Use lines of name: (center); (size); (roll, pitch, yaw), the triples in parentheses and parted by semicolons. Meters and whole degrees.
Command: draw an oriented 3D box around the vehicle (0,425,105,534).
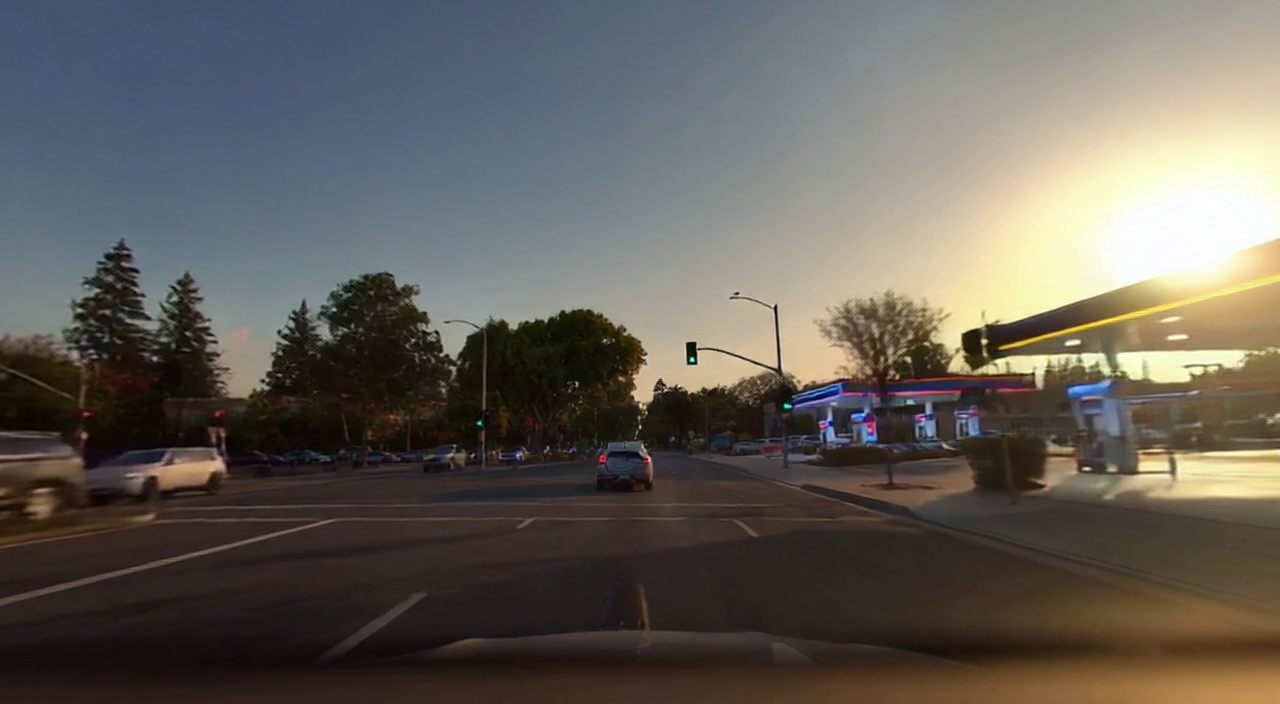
vehicle: (-12.695, 2.256, 11.055); (2.161, 1.950, 4.962); (0, -8, 0)

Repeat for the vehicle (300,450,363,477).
vehicle: (-19.113, 6.893, 39.184); (1.860, 1.511, 4.125); (1, -9, -1)

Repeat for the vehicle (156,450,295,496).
vehicle: (-15.601, 4.546, 24.078); (1.960, 1.508, 4.794); (0, -9, 1)

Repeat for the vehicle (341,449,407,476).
vehicle: (-16.050, 6.662, 38.284); (1.920, 1.481, 4.660); (0, -9, 1)

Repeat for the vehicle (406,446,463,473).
vehicle: (-12.690, 6.650, 39.123); (1.989, 1.539, 4.413); (0, -9, 1)

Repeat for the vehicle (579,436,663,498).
vehicle: (-0.461, 3.163, 17.724); (2.062, 1.519, 4.214); (0, -8, 0)
